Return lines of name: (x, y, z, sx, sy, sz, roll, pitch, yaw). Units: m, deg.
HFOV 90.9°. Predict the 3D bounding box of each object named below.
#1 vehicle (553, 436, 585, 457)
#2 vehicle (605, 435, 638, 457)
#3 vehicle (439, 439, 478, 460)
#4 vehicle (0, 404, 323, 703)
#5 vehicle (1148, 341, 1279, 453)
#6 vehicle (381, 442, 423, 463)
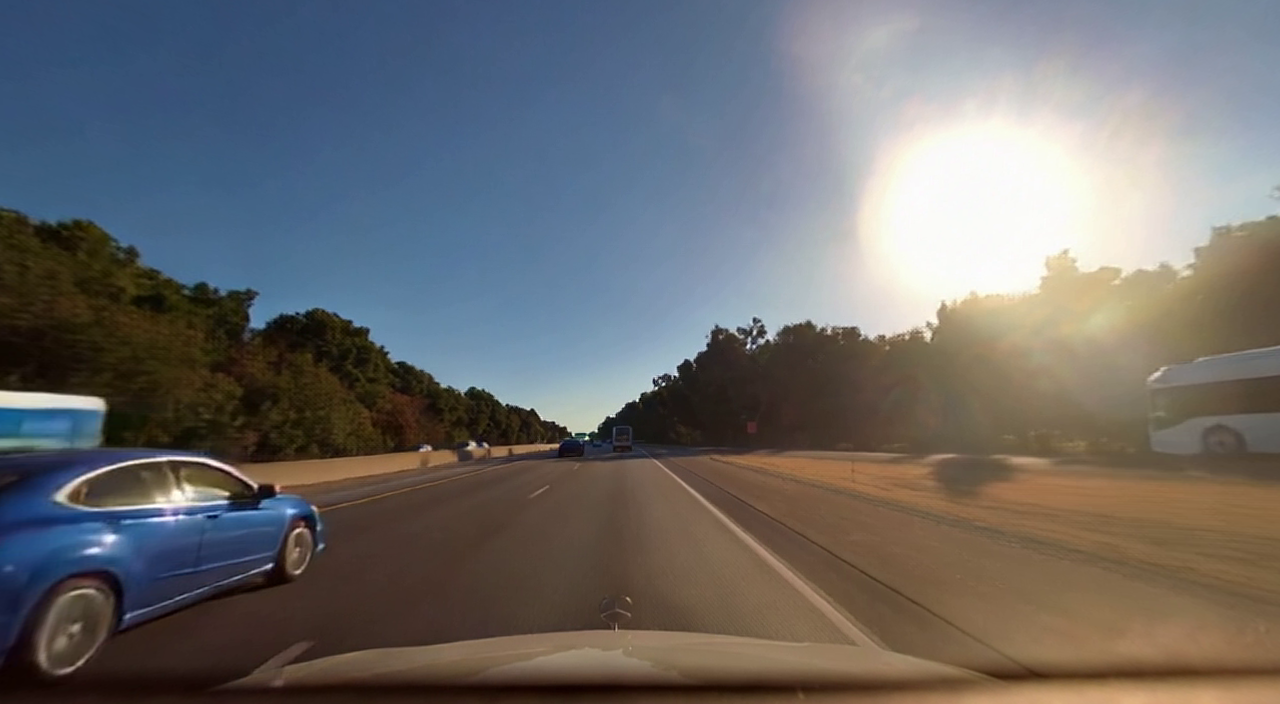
vehicle: (-5.070, 6.752, 45.387, 1.907, 1.445, 4.049, 0, -8, -1)
vehicle: (-1.270, 6.543, 44.109, 2.162, 1.460, 4.242, 0, -8, -1)
vehicle: (-13.462, 7.247, 47.023, 1.794, 1.453, 3.824, 0, -8, -1)
vehicle: (-4.091, 1.135, 4.076, 1.958, 1.477, 4.121, 0, -8, -1)
vehicle: (24.100, 1.805, 24.189, 3.119, 3.973, 6.022, -1, -9, -14)
vehicle: (-17.152, 7.210, 45.500, 1.686, 1.417, 3.443, 0, -8, 0)
